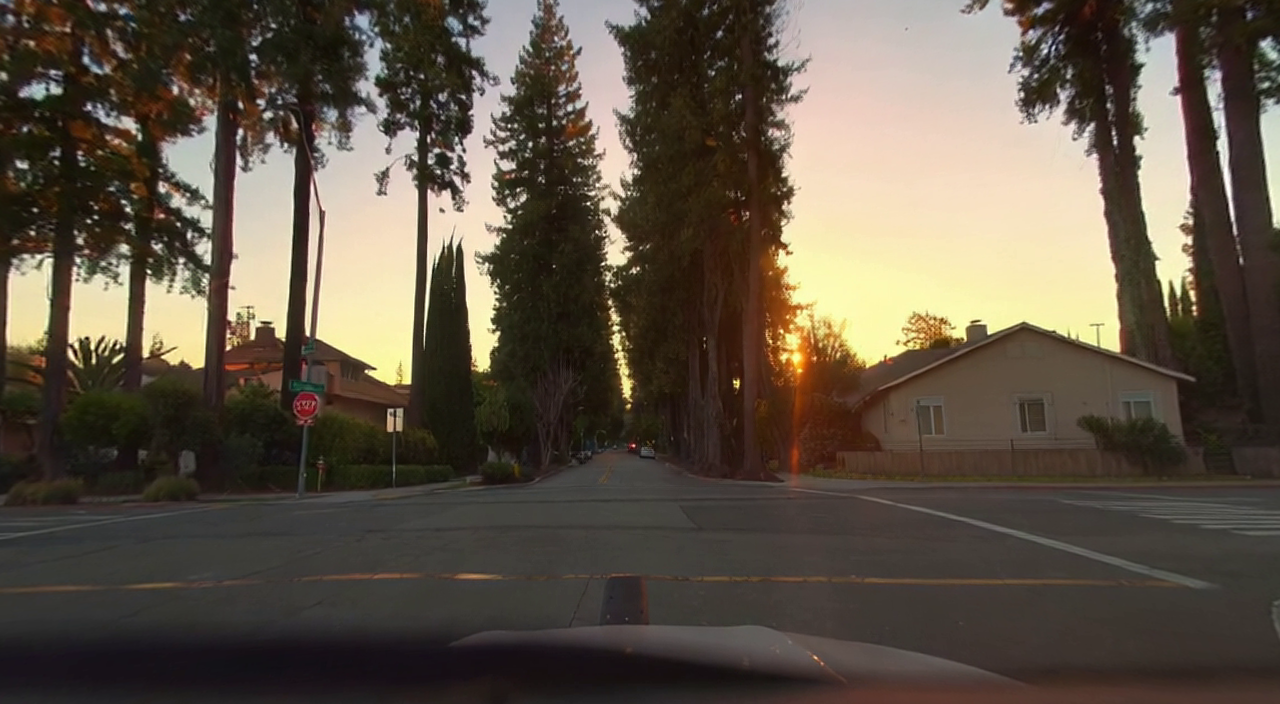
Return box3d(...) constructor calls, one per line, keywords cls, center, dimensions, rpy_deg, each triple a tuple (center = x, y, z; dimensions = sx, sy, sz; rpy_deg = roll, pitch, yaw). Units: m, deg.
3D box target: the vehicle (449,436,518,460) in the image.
box3d(cls="vehicle", center=(-11.670, 7.194, 47.251), dimensions=(4.622, 1.782, 1.836), rpy_deg=(0, -8, 1))
